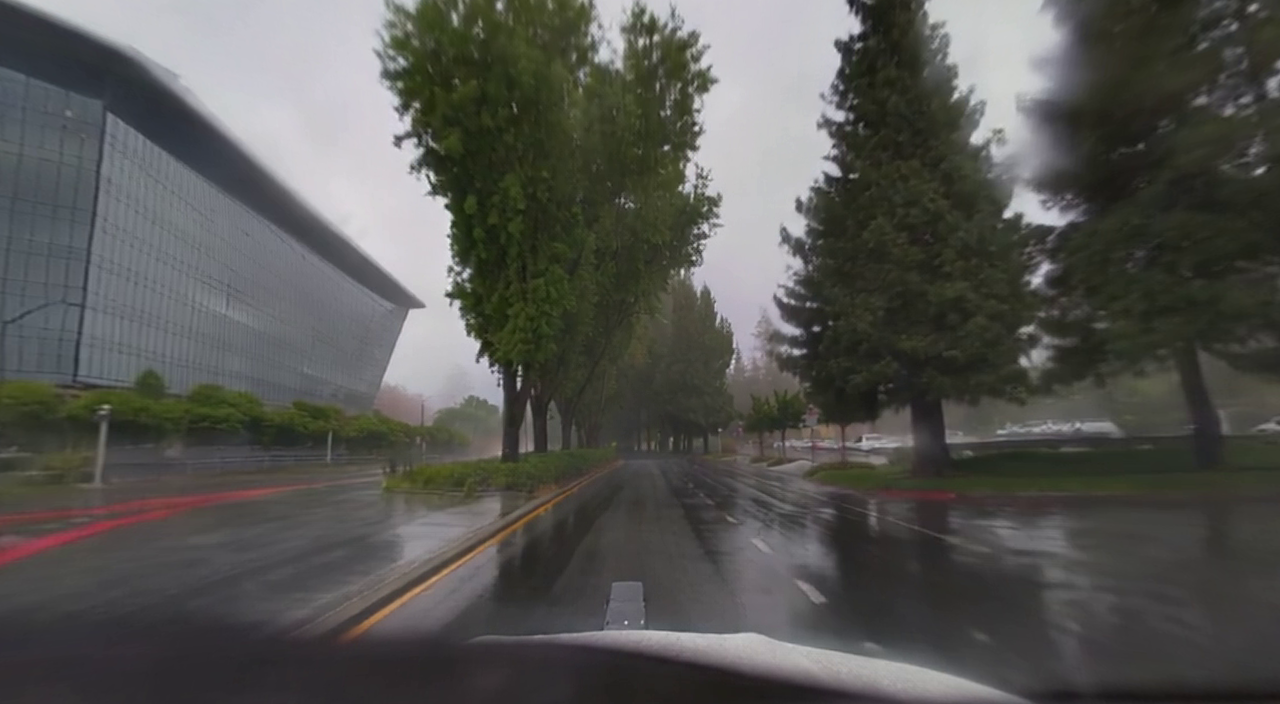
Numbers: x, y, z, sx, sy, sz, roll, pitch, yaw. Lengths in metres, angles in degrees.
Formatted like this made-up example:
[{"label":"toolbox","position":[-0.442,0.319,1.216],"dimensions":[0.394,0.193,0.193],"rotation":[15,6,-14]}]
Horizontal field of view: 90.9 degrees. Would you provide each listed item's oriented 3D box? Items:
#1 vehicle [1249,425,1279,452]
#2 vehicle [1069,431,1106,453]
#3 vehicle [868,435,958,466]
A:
[{"label":"vehicle","position":[35.184,4.765,34.734],"dimensions":[1.828,1.443,3.905],"rotation":[-7,-10,38]},{"label":"vehicle","position":[35.334,7.063,49.726],"dimensions":[1.924,1.636,4.297],"rotation":[-5,-10,39]},{"label":"vehicle","position":[15.836,5.749,36.755],"dimensions":[4.198,1.552,2.087],"rotation":[-3,-9,0]}]
